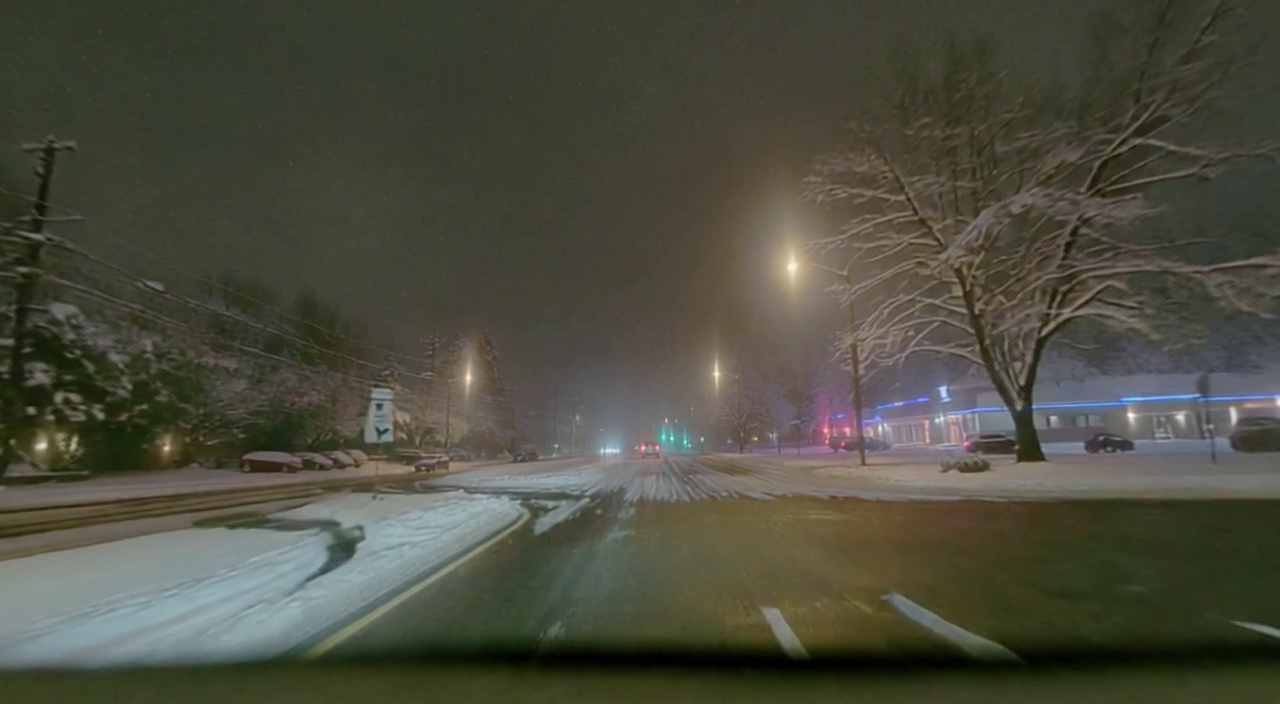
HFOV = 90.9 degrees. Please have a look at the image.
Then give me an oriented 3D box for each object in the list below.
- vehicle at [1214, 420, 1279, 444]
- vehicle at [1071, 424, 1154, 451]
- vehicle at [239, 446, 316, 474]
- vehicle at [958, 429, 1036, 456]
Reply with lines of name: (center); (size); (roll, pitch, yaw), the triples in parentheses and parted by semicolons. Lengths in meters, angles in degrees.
vehicle: (42.034, 5.461, 42.700); (1.921, 1.510, 4.683); (0, -8, 2)
vehicle: (29.831, 5.467, 39.970); (1.854, 1.604, 4.333); (0, -8, 0)
vehicle: (-26.328, 7.805, 45.825); (4.633, 1.923, 2.074); (5, -10, -34)
vehicle: (22.376, 5.711, 39.779); (2.009, 1.533, 5.047); (0, -8, 0)
